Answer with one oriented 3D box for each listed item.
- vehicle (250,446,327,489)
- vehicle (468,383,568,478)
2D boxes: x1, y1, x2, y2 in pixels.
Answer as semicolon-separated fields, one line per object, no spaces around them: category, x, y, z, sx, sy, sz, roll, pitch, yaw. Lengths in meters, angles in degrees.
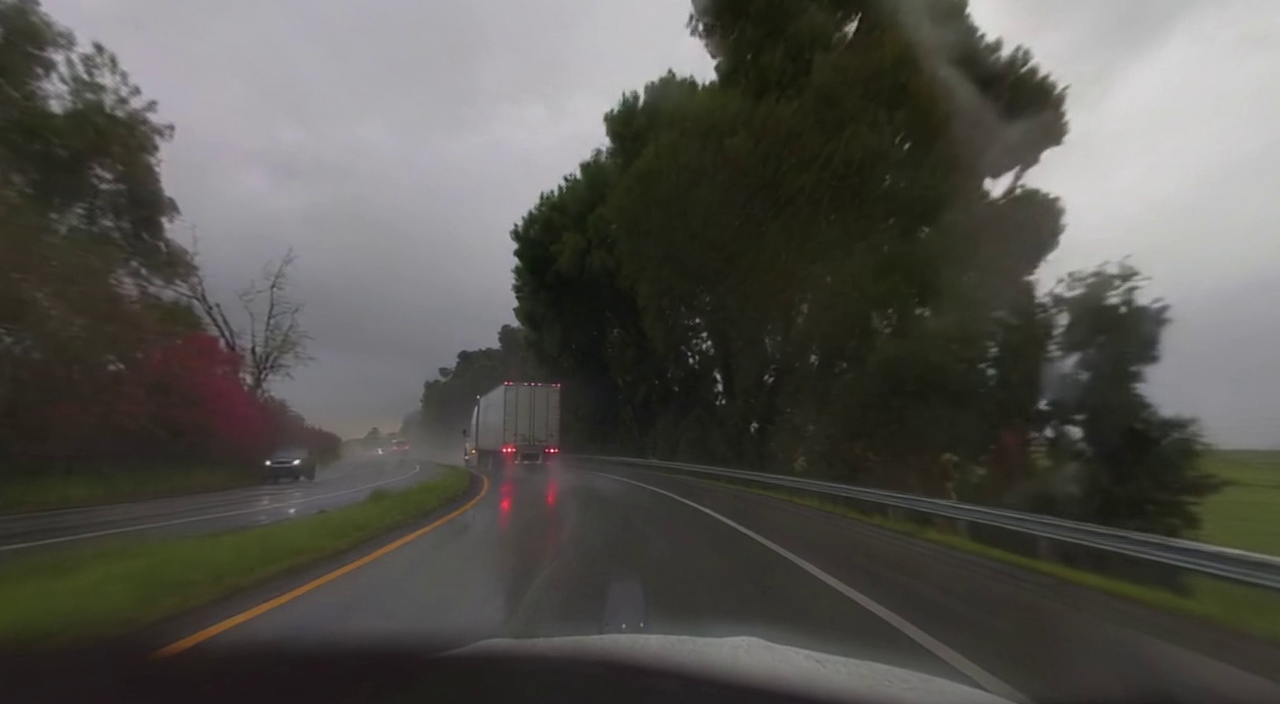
vehicle;-13.740;4.486;24.875;1.988;1.493;4.333;3;-9;-21
vehicle;-7.145;4.406;34.576;3.087;4.178;13.682;2;-8;-21
